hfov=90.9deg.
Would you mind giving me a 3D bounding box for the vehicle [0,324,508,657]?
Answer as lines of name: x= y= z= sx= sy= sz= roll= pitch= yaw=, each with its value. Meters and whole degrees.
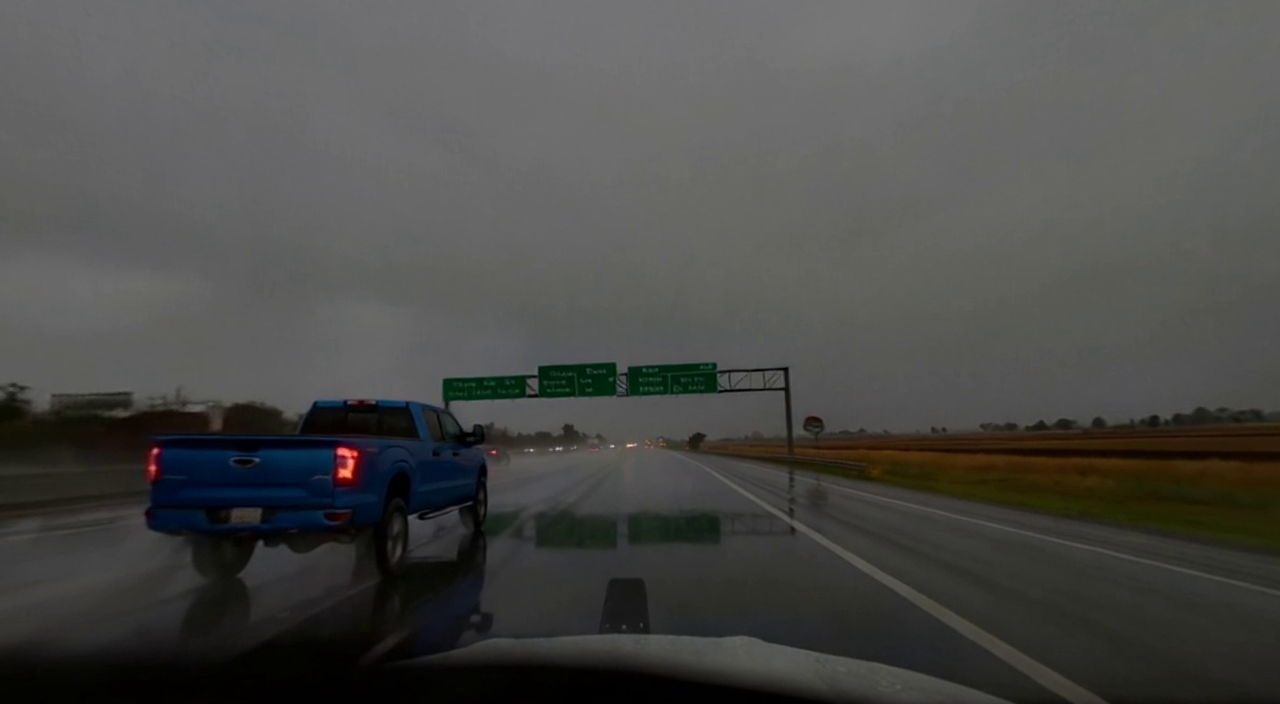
vehicle: x=-3.500 y=1.296 z=7.067 sx=2.601 sy=2.084 sz=6.068 roll=0 pitch=-8 yaw=1
